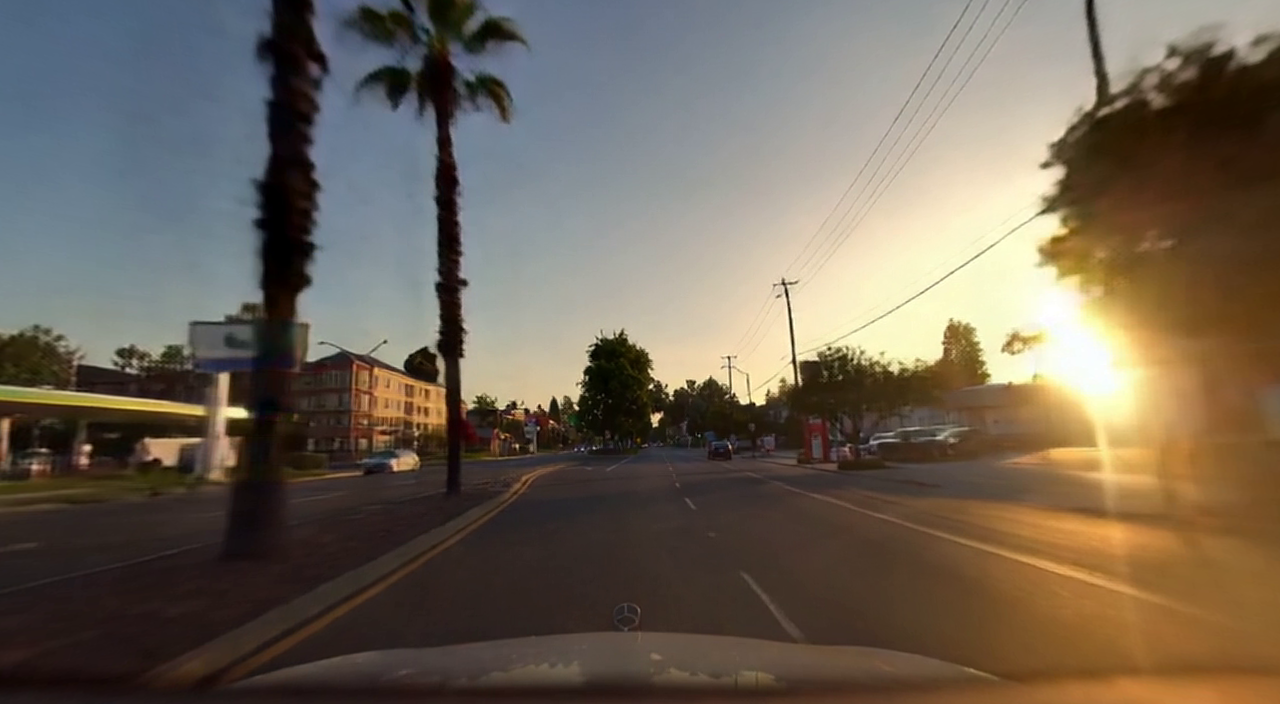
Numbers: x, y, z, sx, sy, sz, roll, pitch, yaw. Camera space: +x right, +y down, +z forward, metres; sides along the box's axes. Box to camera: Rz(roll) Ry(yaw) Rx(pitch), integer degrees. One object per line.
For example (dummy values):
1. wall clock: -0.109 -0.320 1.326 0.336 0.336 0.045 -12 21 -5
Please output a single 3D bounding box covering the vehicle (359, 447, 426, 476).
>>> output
1. vehicle: -14.023 6.209 36.125 1.924 1.528 4.416 0 -8 1
